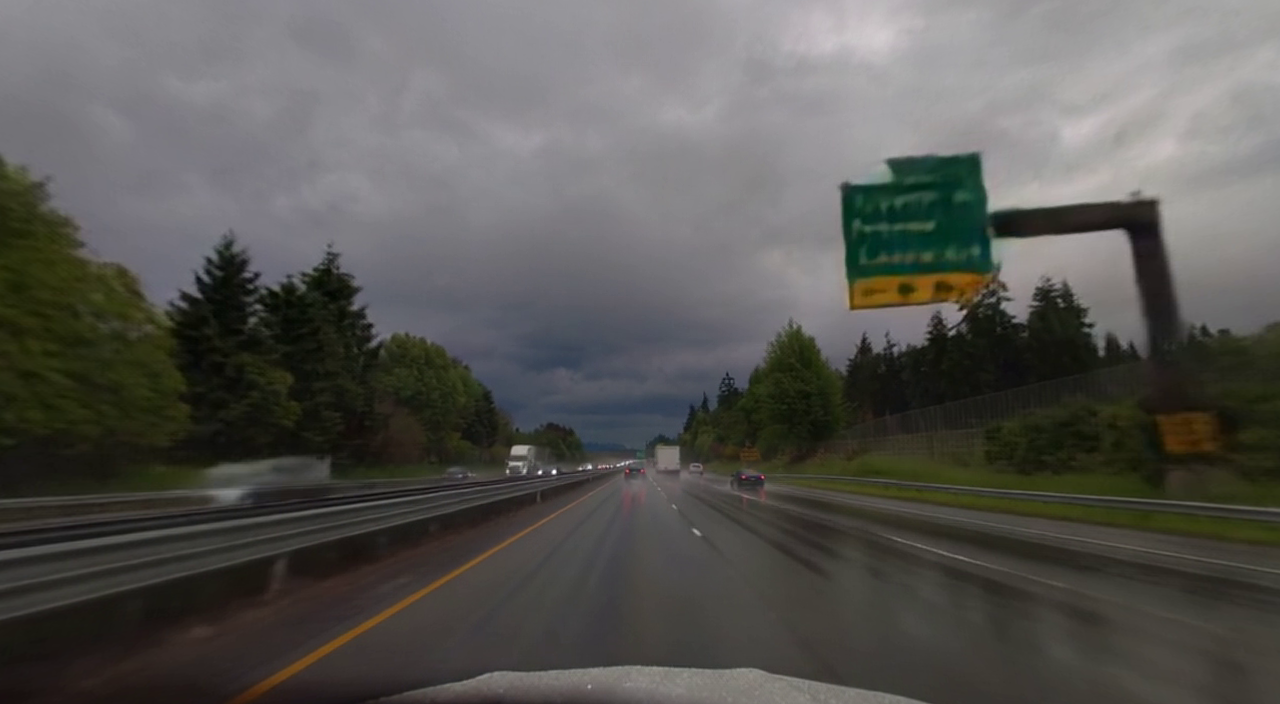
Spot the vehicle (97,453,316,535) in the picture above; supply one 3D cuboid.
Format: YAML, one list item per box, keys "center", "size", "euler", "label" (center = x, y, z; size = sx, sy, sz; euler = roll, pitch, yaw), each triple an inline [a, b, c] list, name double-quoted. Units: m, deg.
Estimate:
- center: [-9.408, 3.115, 14.234]
  size: [1.910, 1.532, 4.251]
  euler: [1, -10, 0]
  label: "vehicle"

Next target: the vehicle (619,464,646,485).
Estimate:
- center: [-0.571, 9.394, 48.469]
  size: [2.025, 1.452, 3.927]
  euler: [1, -10, -1]
  label: "vehicle"

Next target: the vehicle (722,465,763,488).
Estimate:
- center: [6.969, 8.512, 43.232]
  size: [1.977, 1.494, 4.311]
  euler: [1, -10, -2]
  label: "vehicle"
